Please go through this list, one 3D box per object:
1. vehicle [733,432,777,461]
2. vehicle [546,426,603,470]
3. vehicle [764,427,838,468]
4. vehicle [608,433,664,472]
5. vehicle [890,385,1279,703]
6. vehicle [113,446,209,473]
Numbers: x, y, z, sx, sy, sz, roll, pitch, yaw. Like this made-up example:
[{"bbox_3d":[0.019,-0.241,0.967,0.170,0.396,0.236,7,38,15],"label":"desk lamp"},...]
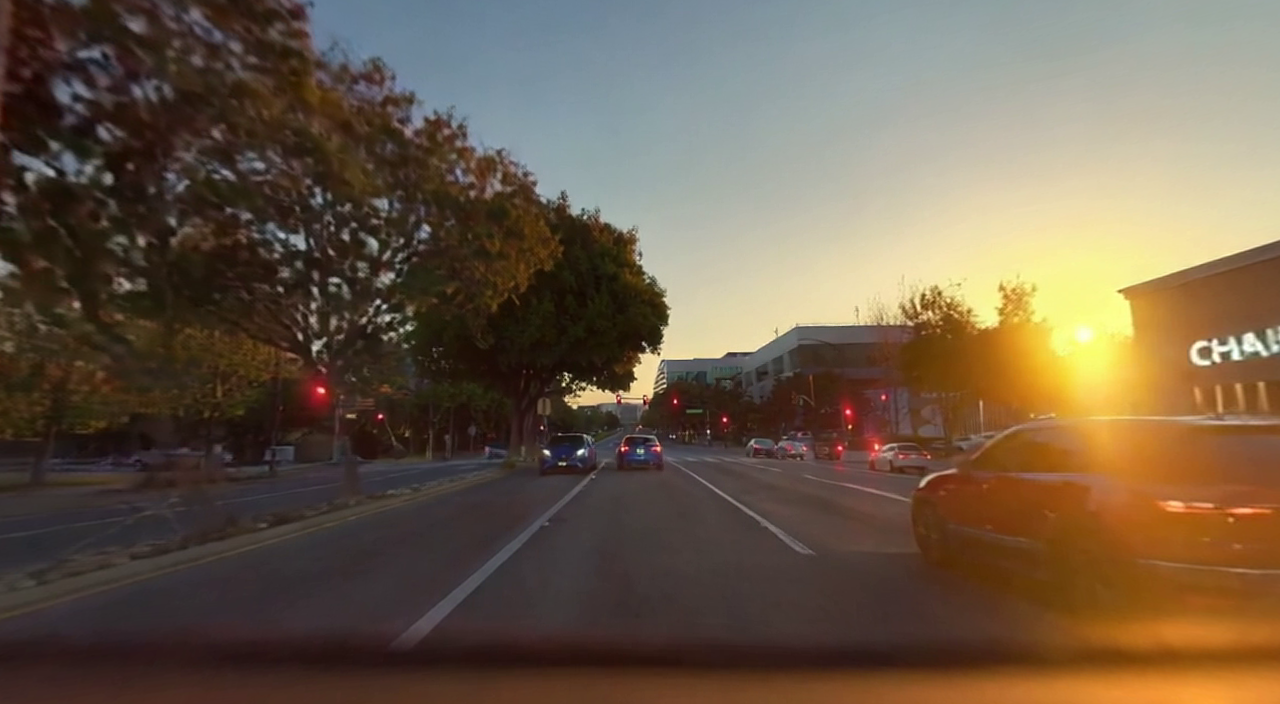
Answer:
[{"bbox_3d":[7.099,5.899,39.521,1.894,1.693,4.110,0,-8,-1],"label":"vehicle"},{"bbox_3d":[-2.867,4.355,28.802,2.064,1.825,4.760,0,-8,1],"label":"vehicle"},{"bbox_3d":[7.291,4.406,29.164,2.068,1.731,4.752,0,-8,-1],"label":"vehicle"},{"bbox_3d":[-0.143,4.082,25.819,2.097,1.480,4.006,0,-8,0],"label":"vehicle"},{"bbox_3d":[3.710,1.162,4.650,1.861,1.473,4.393,0,-8,-1],"label":"vehicle"},{"bbox_3d":[-30.549,6.855,40.461,4.561,1.588,1.832,5,-10,-29],"label":"vehicle"}]
